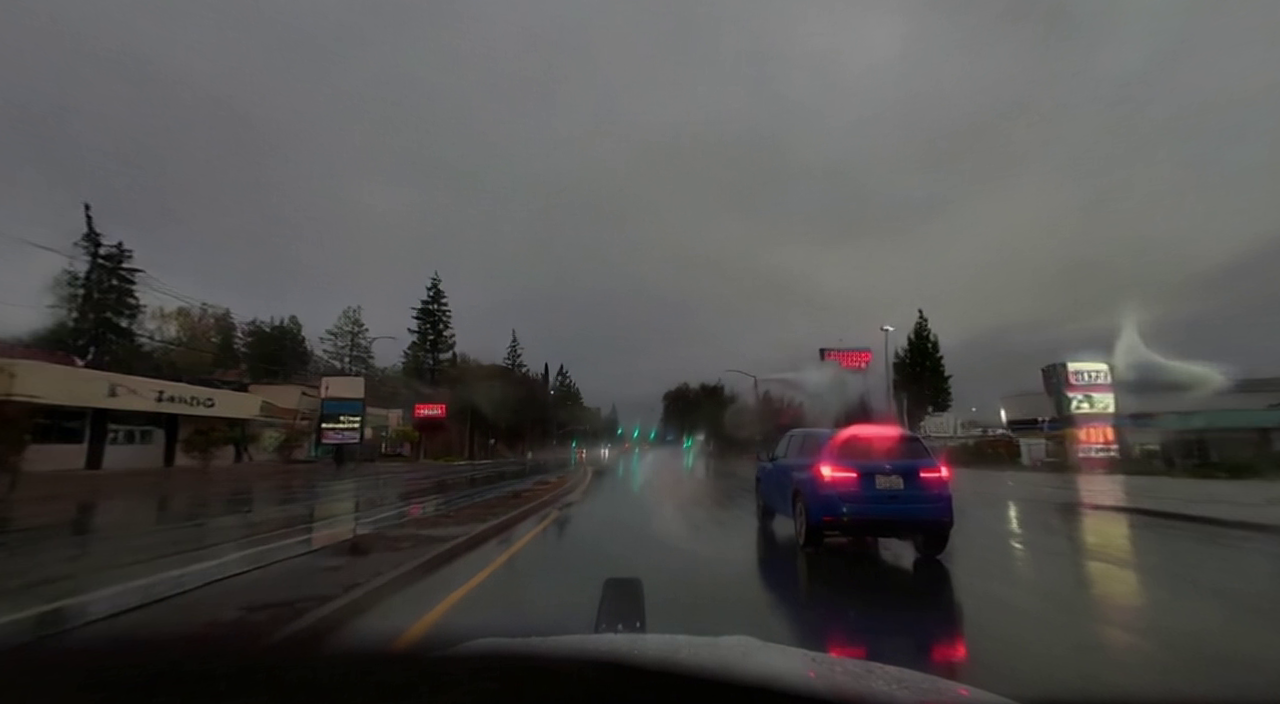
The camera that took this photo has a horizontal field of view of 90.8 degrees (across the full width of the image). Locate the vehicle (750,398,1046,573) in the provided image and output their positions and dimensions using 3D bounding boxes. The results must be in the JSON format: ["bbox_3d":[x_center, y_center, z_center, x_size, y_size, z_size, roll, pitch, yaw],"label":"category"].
[{"bbox_3d":[3.068,1.713,8.880,2.130,1.790,4.615,0,-8,-1],"label":"vehicle"}]
